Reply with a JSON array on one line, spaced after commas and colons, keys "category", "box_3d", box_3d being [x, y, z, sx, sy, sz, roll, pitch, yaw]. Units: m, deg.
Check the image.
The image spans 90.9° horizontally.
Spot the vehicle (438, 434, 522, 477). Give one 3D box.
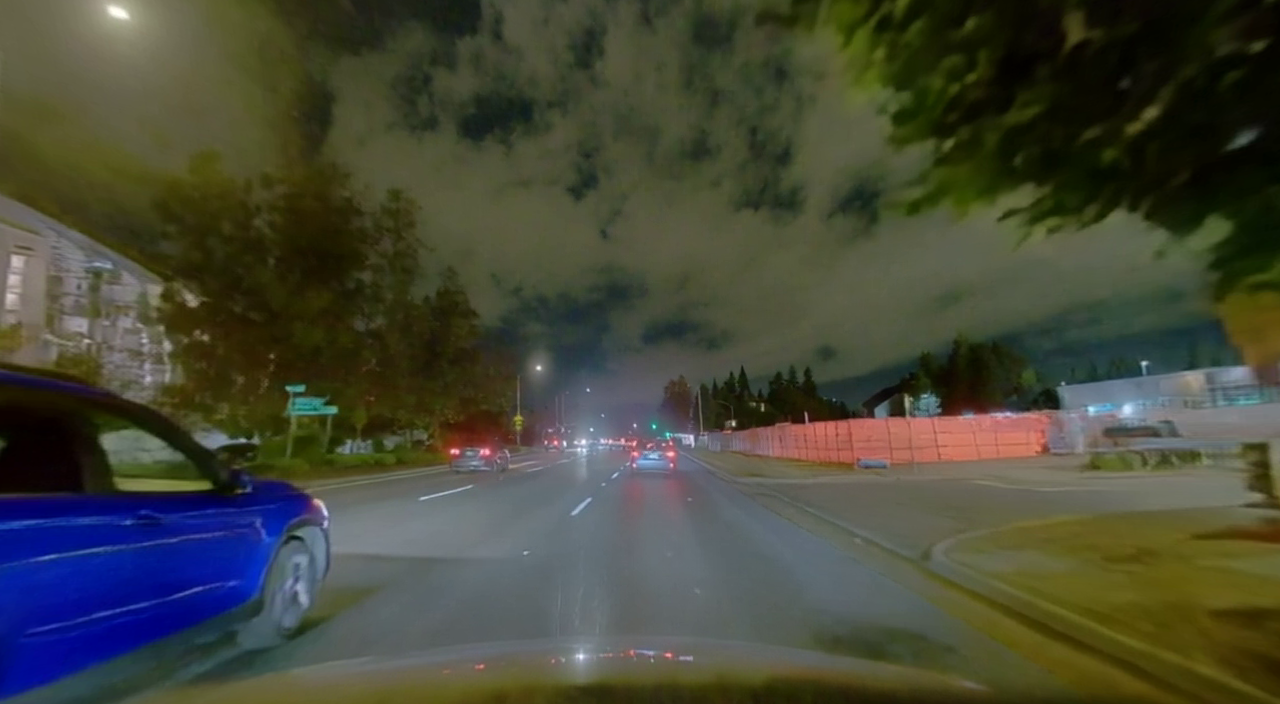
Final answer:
[{"category": "vehicle", "box_3d": [-5.911, 3.880, 23.853, 1.877, 1.479, 4.430, 0, -8, 2]}]

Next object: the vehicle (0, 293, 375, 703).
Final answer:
[{"category": "vehicle", "box_3d": [-3.459, 0.788, 2.956, 2.157, 1.824, 4.986, 0, -8, 1]}]

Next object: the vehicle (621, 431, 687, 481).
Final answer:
[{"category": "vehicle", "box_3d": [0.497, 3.801, 23.323, 2.227, 1.654, 4.091, 0, -8, 1]}]
